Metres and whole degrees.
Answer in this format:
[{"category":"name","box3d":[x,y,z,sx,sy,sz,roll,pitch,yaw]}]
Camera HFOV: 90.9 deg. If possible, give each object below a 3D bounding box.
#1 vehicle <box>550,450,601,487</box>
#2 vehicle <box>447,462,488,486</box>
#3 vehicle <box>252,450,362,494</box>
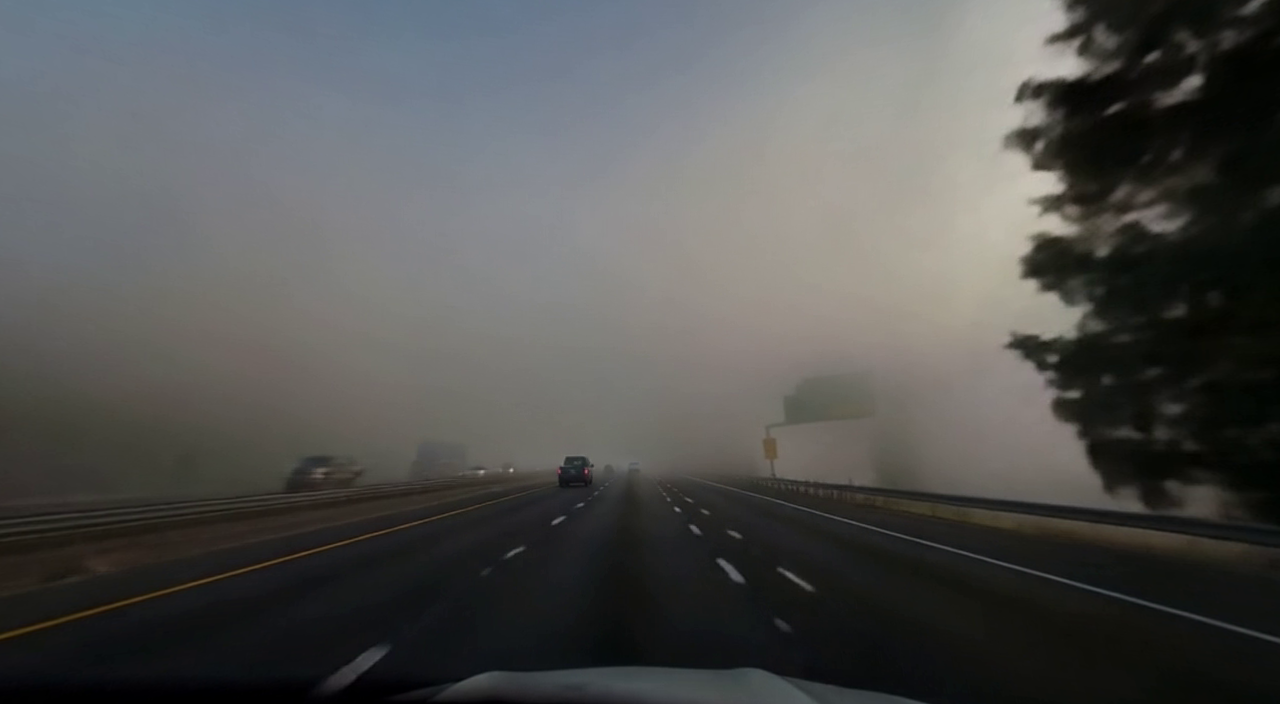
[{"category":"vehicle","box3d":[-3.576,6.639,35.944,2.390,1.879,4.423,1,-10,0]},{"category":"vehicle","box3d":[-11.975,8.480,43.962,1.738,1.528,4.011,1,-10,0]},{"category":"vehicle","box3d":[-15.725,5.737,30.212,2.217,1.854,5.450,1,-10,0]}]
